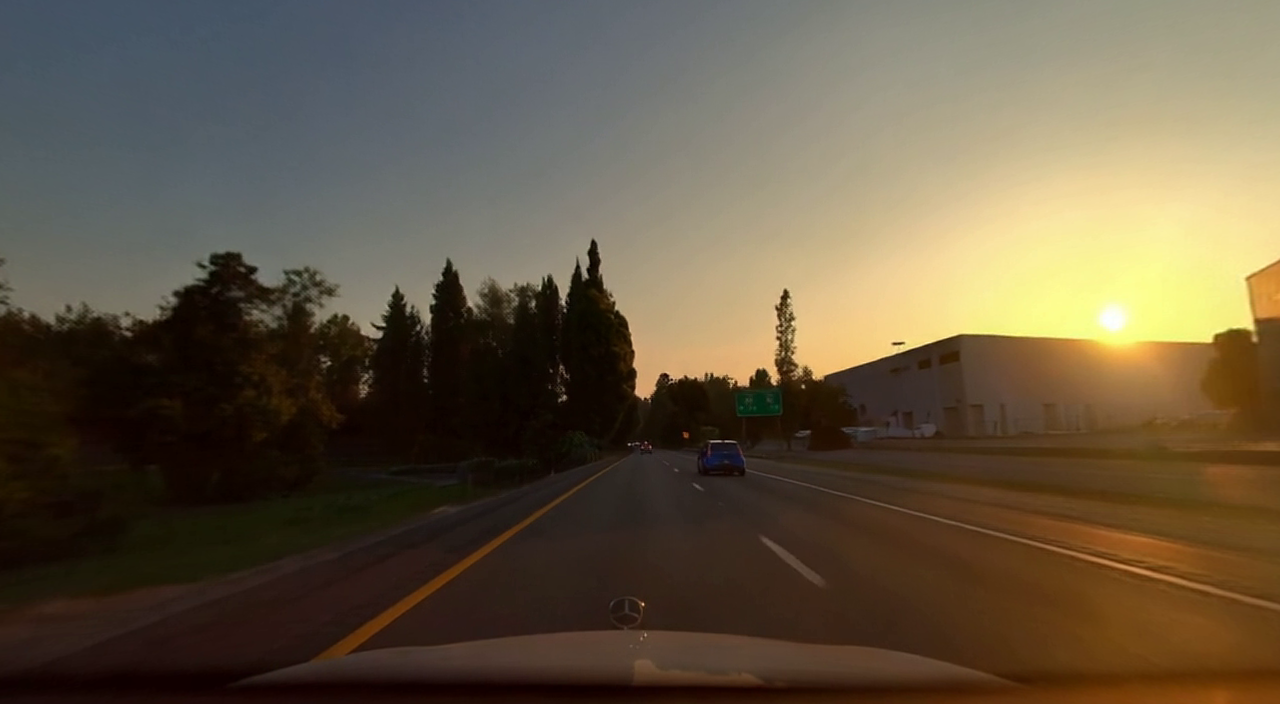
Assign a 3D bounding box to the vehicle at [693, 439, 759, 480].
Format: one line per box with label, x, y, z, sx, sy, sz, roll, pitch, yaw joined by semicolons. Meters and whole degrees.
vehicle;3.455;4.380;25.904;2.079;1.531;3.997;0;-8;-1
